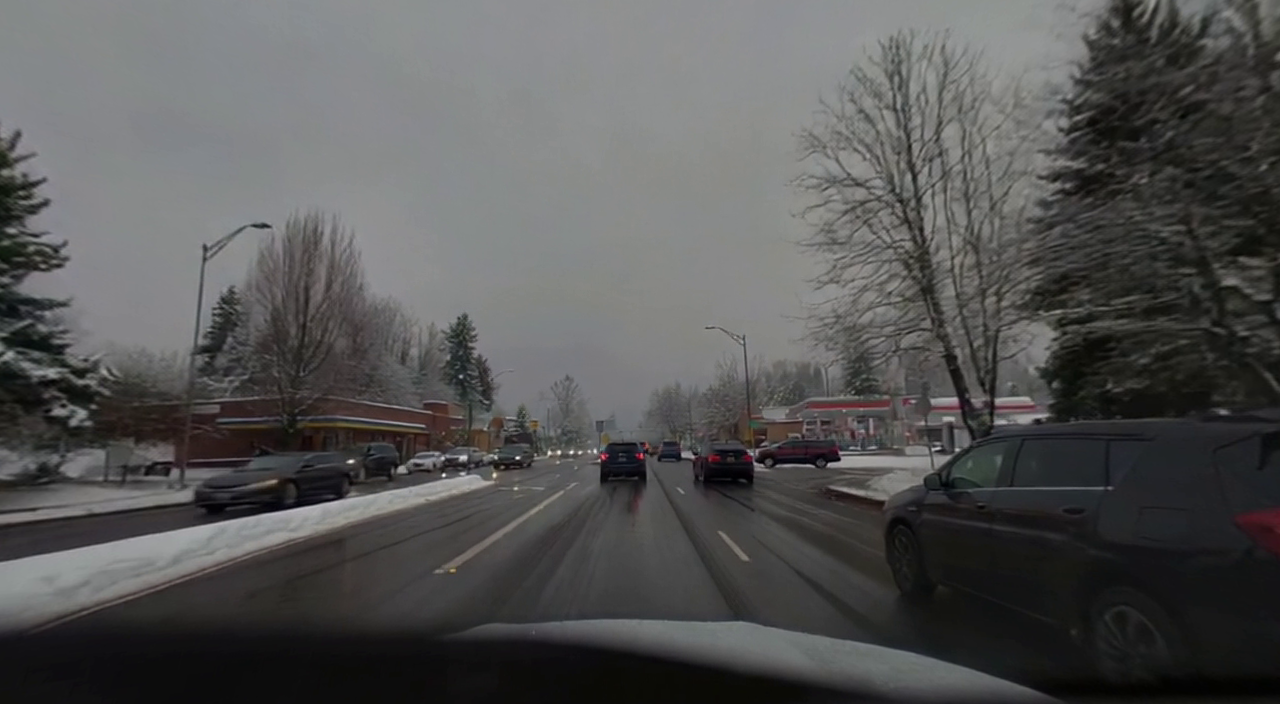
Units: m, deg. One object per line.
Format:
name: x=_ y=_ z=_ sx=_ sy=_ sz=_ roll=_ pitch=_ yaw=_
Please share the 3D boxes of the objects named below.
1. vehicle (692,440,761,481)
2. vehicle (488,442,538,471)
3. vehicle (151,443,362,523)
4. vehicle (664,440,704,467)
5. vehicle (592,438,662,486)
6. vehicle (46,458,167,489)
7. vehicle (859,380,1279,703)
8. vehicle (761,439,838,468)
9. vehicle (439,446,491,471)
vehicle: x=3.326 y=4.283 z=25.243 sx=2.060 sy=1.471 sz=4.168 roll=0 pitch=-9 yaw=-1
vehicle: x=-7.450 y=6.161 z=37.489 sx=2.085 sy=1.610 sz=4.085 roll=-1 pitch=-9 yaw=1
vehicle: x=-8.335 y=2.853 z=14.378 sx=2.050 sy=1.503 sz=4.350 roll=0 pitch=-9 yaw=0
vehicle: x=2.679 y=6.290 z=39.272 sx=2.098 sy=1.527 sz=3.966 roll=0 pitch=-9 yaw=-2
vehicle: x=-0.477 y=3.854 z=22.515 sx=2.232 sy=1.508 sz=4.319 roll=0 pitch=-9 yaw=-1
vehicle: x=-27.157 y=6.183 z=32.289 sx=4.673 sy=1.481 sz=1.995 roll=-2 pitch=-9 yaw=7
vehicle: x=3.190 y=1.103 z=3.825 sx=2.097 sy=1.502 sz=4.470 roll=0 pitch=-9 yaw=0
vehicle: x=9.824 y=6.279 z=39.149 sx=4.464 sy=1.755 sz=2.236 roll=-3 pitch=-9 yaw=14
vehicle: x=-11.819 y=7.243 z=43.129 sx=2.117 sy=1.592 sz=4.660 roll=-1 pitch=-9 yaw=1
